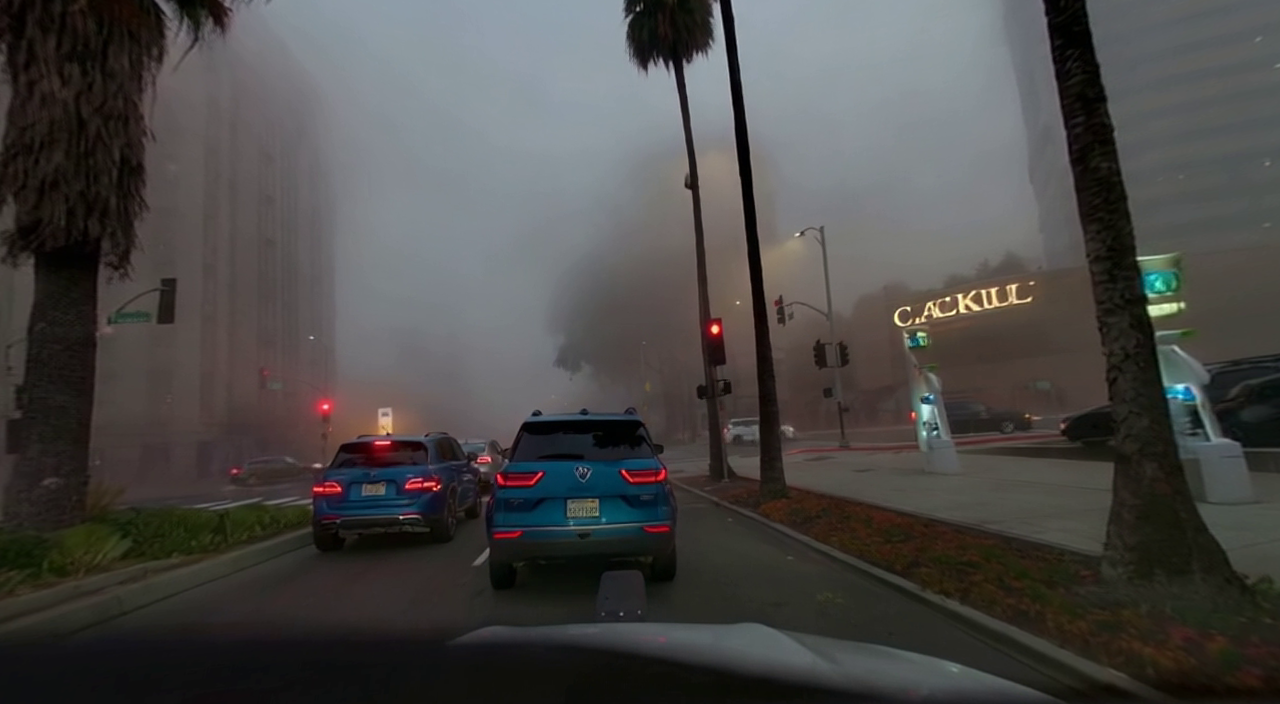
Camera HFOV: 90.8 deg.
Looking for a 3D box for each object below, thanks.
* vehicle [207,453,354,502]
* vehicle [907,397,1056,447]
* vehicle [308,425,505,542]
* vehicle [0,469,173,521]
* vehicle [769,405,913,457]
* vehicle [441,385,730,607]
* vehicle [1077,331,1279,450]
[{"bbox_3d":[-15.673,5.467,27.799,5.026,1.958,2.193,0,-8,-3],"label":"vehicle"},{"bbox_3d":[14.463,3.021,27.005,5.033,1.999,2.259,0,-8,-3],"label":"vehicle"},{"bbox_3d":[-4.011,2.321,11.956,2.097,1.692,5.030,0,-8,-4],"label":"vehicle"},{"bbox_3d":[-20.858,5.344,23.837,4.660,1.708,2.331,-1,-8,4],"label":"vehicle"},{"bbox_3d":[8.411,3.364,26.709,5.307,2.076,2.122,1,-8,-5],"label":"vehicle"},{"bbox_3d":[-0.634,1.603,8.030,2.519,1.913,4.819,0,-8,-4],"label":"vehicle"},{"bbox_3d":[10.302,0.728,10.602,4.420,1.766,2.104,1,-8,-5],"label":"vehicle"}]
